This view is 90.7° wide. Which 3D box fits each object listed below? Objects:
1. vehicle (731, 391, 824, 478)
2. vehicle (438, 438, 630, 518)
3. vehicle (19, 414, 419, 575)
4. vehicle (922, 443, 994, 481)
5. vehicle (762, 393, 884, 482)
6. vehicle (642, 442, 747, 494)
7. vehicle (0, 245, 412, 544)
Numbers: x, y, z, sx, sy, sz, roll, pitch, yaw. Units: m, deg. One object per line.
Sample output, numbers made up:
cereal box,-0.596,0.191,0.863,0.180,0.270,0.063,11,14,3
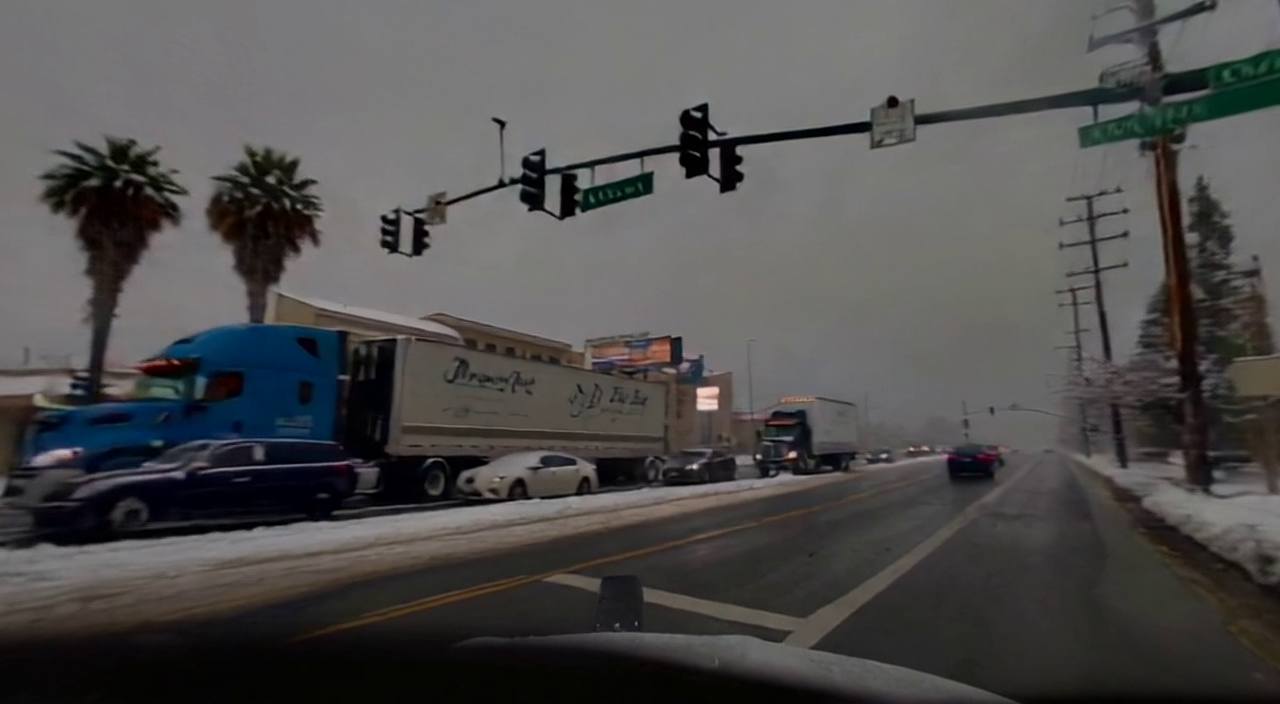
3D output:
vehicle,6.706,4.005,30.765,3.027,3.903,3.372,-8,-9,34
vehicle,-2.515,3.125,16.273,1.949,1.510,4.958,-9,-9,33
vehicle,-6.557,2.113,10.622,2.200,1.893,5.079,-8,-8,32
vehicle,14.055,4.778,27.829,2.040,1.492,5.114,-6,-10,34
vehicle,10.248,4.588,34.659,3.434,4.193,9.012,-8,-9,34
vehicle,2.136,4.299,23.776,1.919,1.512,4.443,-9,-9,33
vehicle,-9.032,1.081,12.561,3.029,4.352,8.167,-6,-10,32
